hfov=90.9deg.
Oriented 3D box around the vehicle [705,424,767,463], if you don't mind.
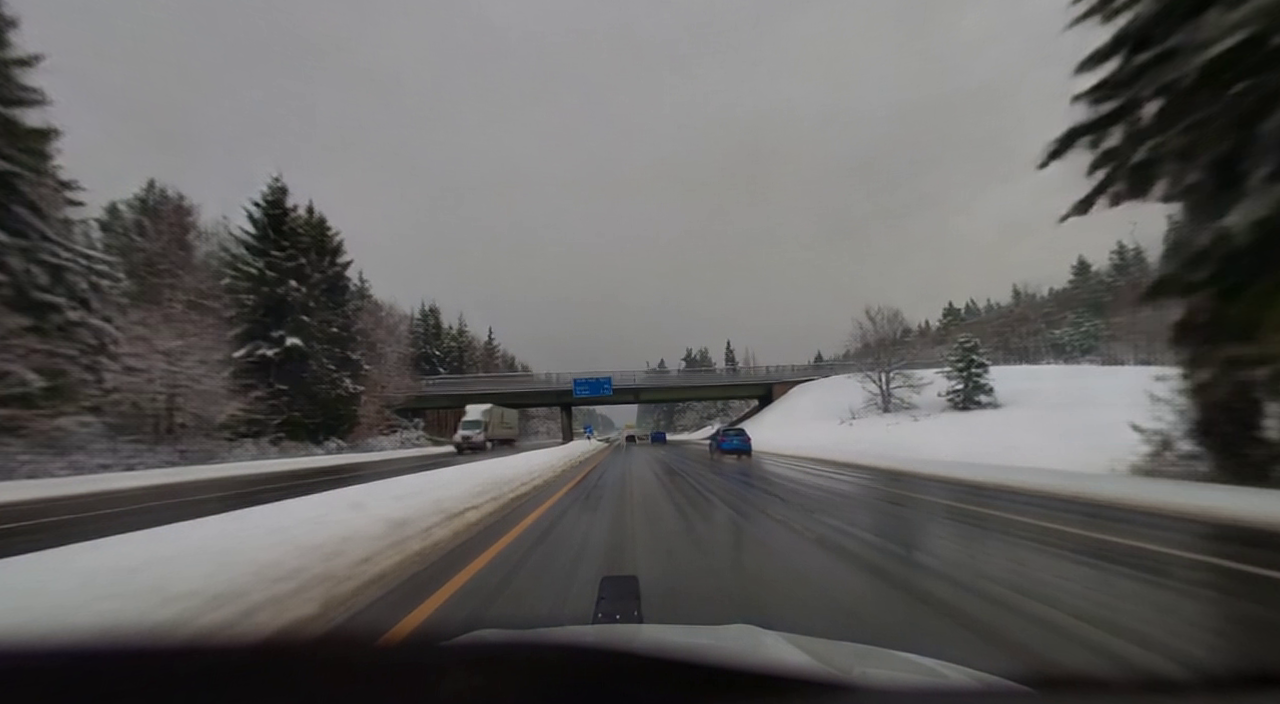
[{"bbox_3d":[4.320,4.208,29.088,2.073,1.651,4.065,0,-8,-2],"label":"vehicle"}]
